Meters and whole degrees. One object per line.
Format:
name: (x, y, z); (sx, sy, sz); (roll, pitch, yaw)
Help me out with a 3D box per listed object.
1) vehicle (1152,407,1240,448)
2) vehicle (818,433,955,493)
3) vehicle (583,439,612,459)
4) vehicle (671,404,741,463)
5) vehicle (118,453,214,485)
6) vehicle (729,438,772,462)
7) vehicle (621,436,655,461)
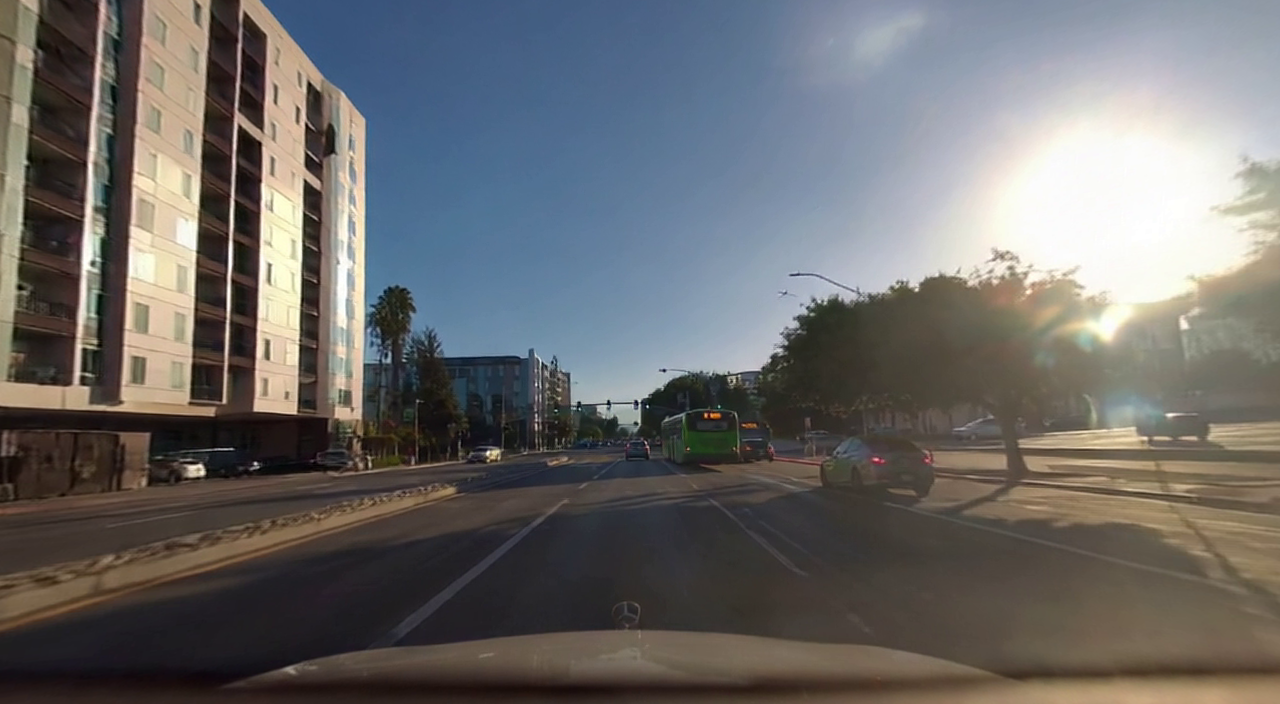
vehicle: (42.937, 5.918, 48.958); (2.477, 2.965, 4.646); (0, -9, 1)
vehicle: (6.679, 3.051, 17.737); (1.992, 1.447, 4.414); (0, -9, -1)
vehicle: (-3.308, 7.625, 49.674); (1.990, 1.480, 3.941); (0, -9, -1)
vehicle: (4.001, 5.343, 40.667); (2.760, 3.325, 9.045); (1, -9, -5)
vehicle: (-29.079, 7.145, 38.984); (2.039, 1.777, 5.029); (0, -9, 0)
vehicle: (7.187, 6.385, 41.416); (1.886, 1.474, 4.495); (0, -9, -2)
vehicle: (-0.116, 6.454, 42.170); (2.145, 1.572, 4.021); (0, -9, 0)
